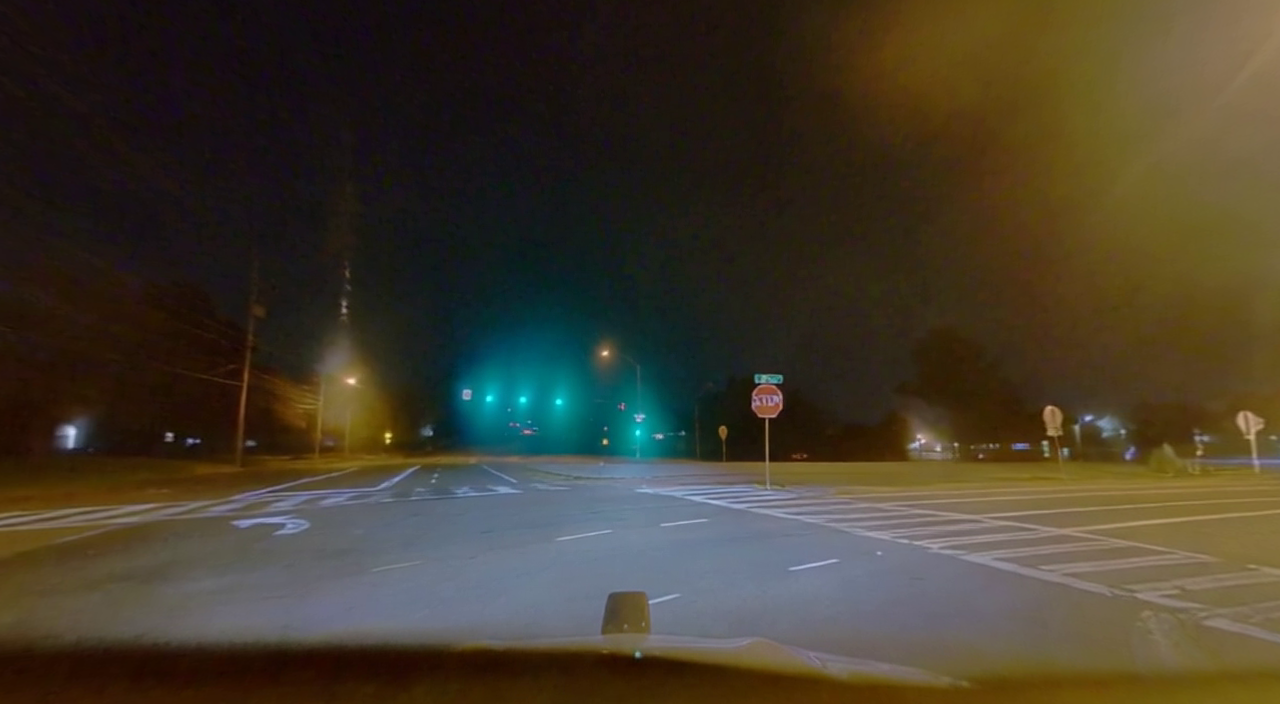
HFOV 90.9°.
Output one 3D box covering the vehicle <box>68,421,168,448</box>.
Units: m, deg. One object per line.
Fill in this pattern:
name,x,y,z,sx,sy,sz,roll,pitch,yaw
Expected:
vehicle,-40.971,6.556,49.672,2.220,2.051,5.476,-4,-9,27
